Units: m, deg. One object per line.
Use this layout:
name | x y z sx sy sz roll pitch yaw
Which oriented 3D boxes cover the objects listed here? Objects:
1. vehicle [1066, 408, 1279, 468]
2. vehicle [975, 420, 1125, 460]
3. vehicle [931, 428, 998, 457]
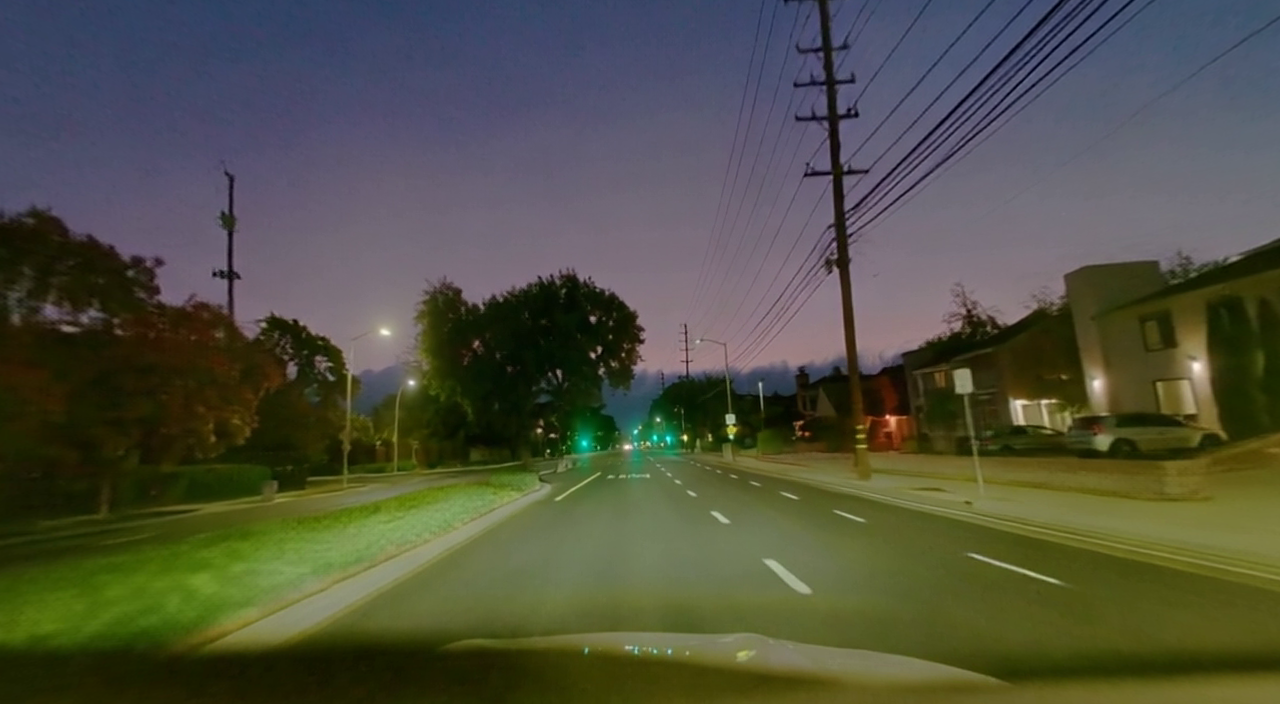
vehicle | 16.790 2.745 20.134 4.833 1.786 2.136 0 -9 0
vehicle | 16.573 3.592 25.683 4.681 1.541 2.049 0 -9 -3
vehicle | 22.128 6.223 43.323 1.960 1.873 4.839 0 -8 -1
